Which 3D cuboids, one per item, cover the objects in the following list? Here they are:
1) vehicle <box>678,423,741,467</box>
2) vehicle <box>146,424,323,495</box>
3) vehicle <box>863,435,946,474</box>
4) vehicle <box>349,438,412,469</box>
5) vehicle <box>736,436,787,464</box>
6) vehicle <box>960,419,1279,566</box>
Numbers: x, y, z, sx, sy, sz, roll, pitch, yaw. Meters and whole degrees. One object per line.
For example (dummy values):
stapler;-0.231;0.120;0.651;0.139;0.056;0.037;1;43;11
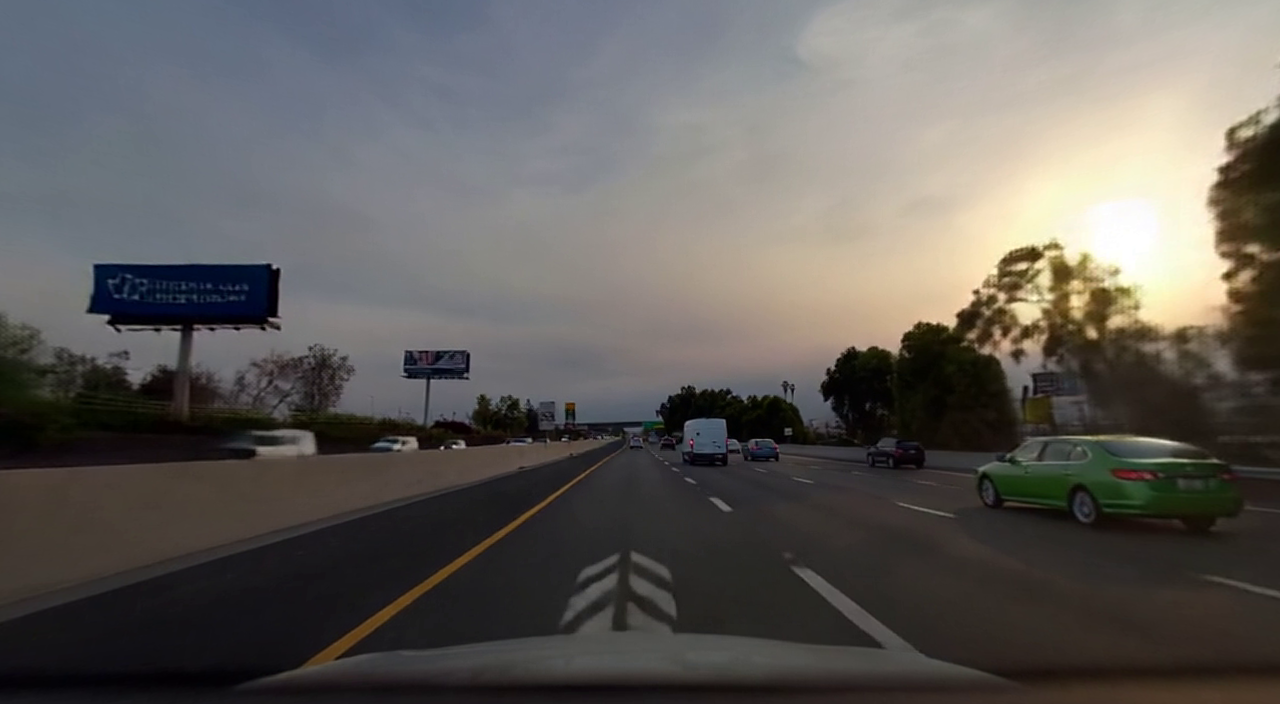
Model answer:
vehicle;3.504;4.871;32.850;2.546;2.087;5.404;0;-8;-2
vehicle;-13.998;3.744;22.317;2.442;2.115;5.788;-2;-8;0
vehicle;11.124;4.320;26.686;1.874;1.496;3.586;0;-8;-1
vehicle;-16.427;6.429;40.006;2.153;1.835;4.716;-1;-8;-2
vehicle;6.948;5.635;36.224;2.099;1.510;3.784;0;-8;-2
vehicle;6.941;1.820;9.050;2.003;1.517;4.936;0;-8;0
